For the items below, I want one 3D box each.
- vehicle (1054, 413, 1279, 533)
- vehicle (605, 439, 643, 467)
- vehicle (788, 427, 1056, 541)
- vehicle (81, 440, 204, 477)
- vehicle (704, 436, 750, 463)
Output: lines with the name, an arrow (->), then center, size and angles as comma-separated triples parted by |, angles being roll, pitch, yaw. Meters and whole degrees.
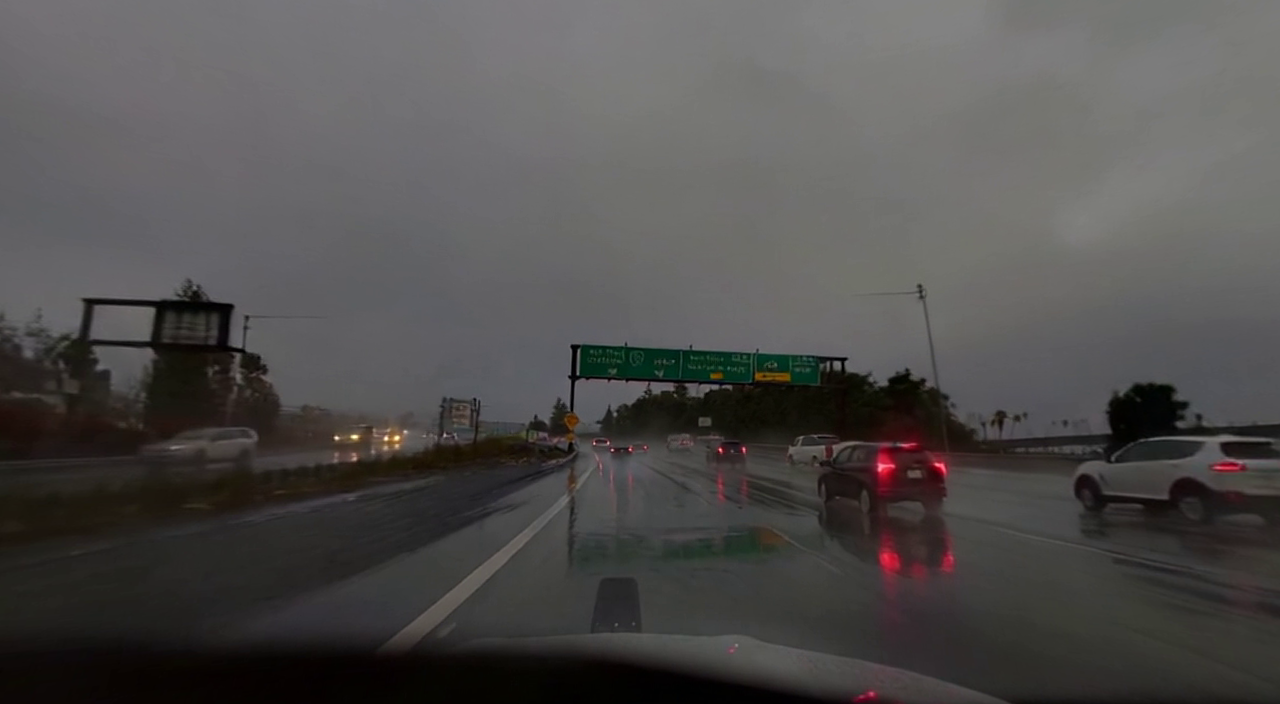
vehicle -> 9.585, 1.934, 10.466 | 2.056, 1.609, 4.761 | 0, -9, -2
vehicle -> -1.020, 6.023, 37.746 | 2.090, 1.510, 4.280 | 1, -9, -4
vehicle -> 4.328, 2.122, 10.826 | 2.196, 1.494, 4.735 | 1, -9, -3
vehicle -> -22.936, 4.922, 29.461 | 2.035, 1.565, 5.011 | 1, -9, -6
vehicle -> 5.460, 6.190, 40.122 | 2.094, 1.652, 3.955 | 1, -9, -5
